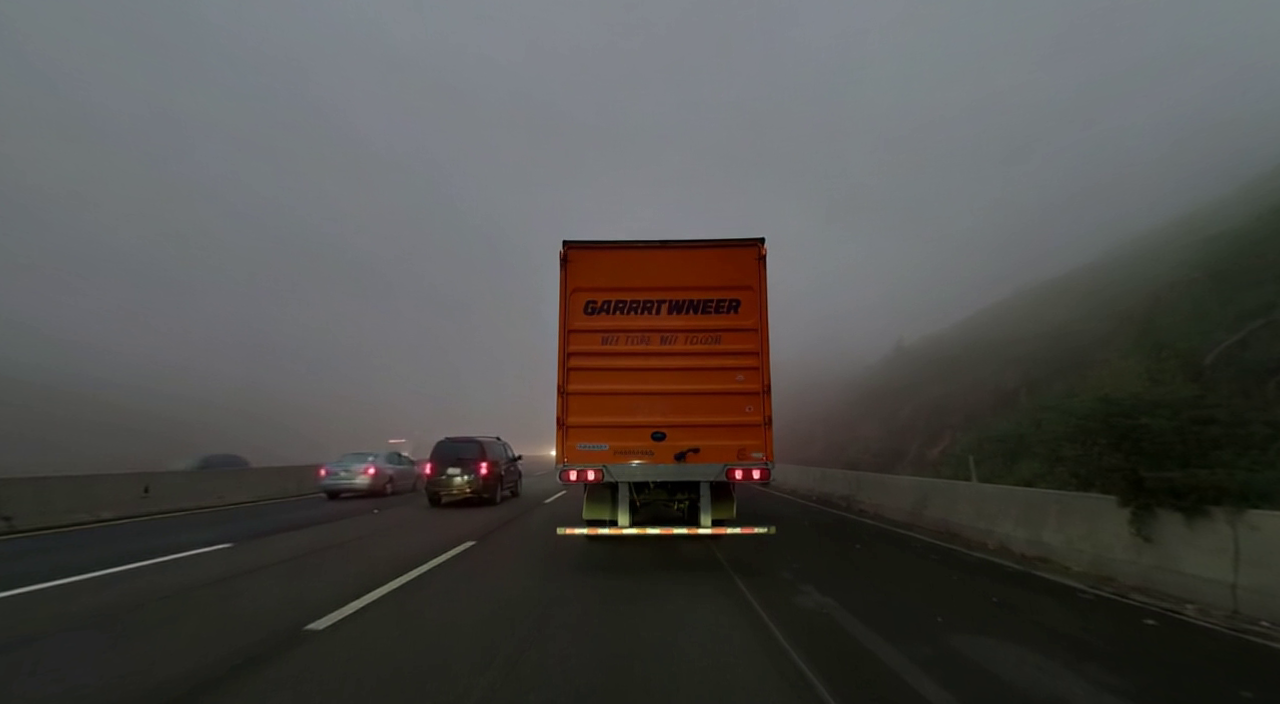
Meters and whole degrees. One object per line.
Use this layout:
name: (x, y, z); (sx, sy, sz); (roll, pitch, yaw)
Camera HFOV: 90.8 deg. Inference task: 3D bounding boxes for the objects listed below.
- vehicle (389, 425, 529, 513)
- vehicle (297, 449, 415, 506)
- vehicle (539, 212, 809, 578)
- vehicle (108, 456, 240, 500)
vehicle: (-4.631, 3.102, 17.105); (2.293, 2.015, 4.915); (0, -9, 0)
vehicle: (-8.201, 3.621, 18.550); (1.828, 1.502, 3.385); (0, -9, 1)
vehicle: (0.461, 1.220, 12.207); (2.853, 4.054, 10.557); (0, -9, 1)
vehicle: (-17.673, 4.764, 24.237); (1.883, 1.463, 4.199); (0, -9, -1)
